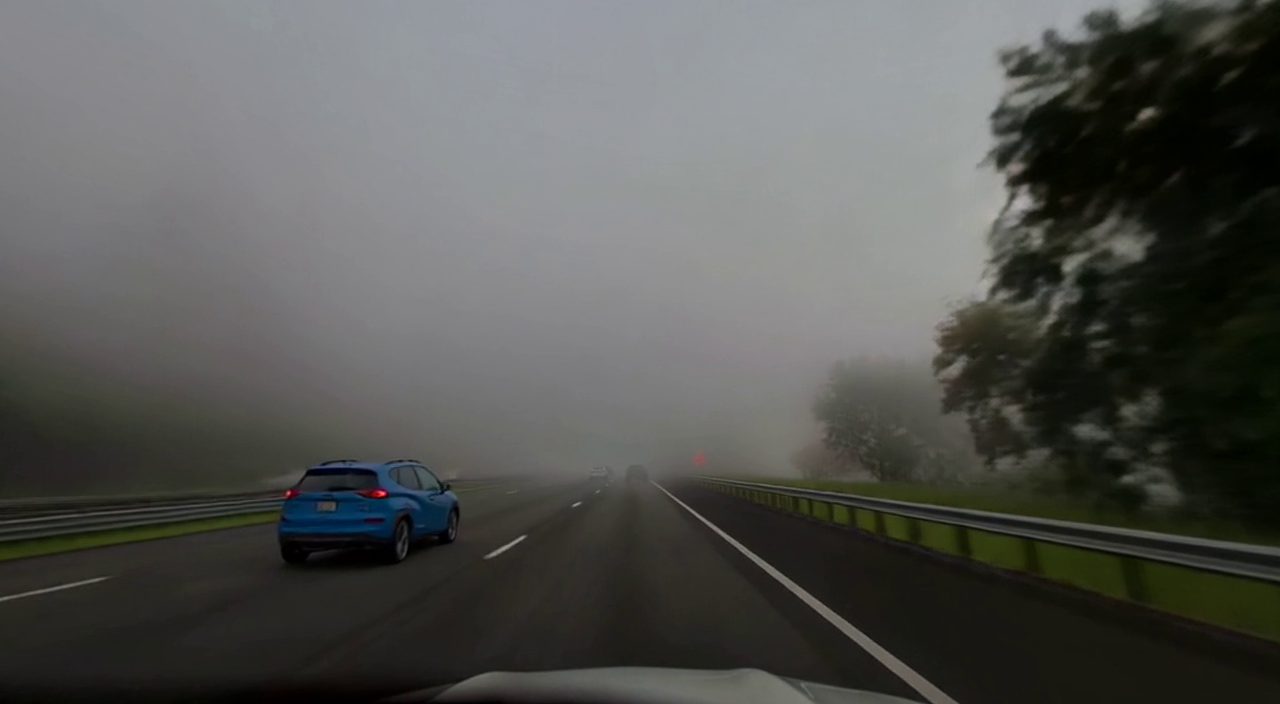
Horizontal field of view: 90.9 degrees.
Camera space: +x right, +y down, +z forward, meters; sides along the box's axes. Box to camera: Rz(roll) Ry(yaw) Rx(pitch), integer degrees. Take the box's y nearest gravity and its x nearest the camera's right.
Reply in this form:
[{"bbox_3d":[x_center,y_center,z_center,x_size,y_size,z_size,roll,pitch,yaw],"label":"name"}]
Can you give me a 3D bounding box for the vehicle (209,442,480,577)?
[{"bbox_3d":[-3.964,2.212,9.422,2.017,1.516,4.041,1,-10,0],"label":"vehicle"}]
